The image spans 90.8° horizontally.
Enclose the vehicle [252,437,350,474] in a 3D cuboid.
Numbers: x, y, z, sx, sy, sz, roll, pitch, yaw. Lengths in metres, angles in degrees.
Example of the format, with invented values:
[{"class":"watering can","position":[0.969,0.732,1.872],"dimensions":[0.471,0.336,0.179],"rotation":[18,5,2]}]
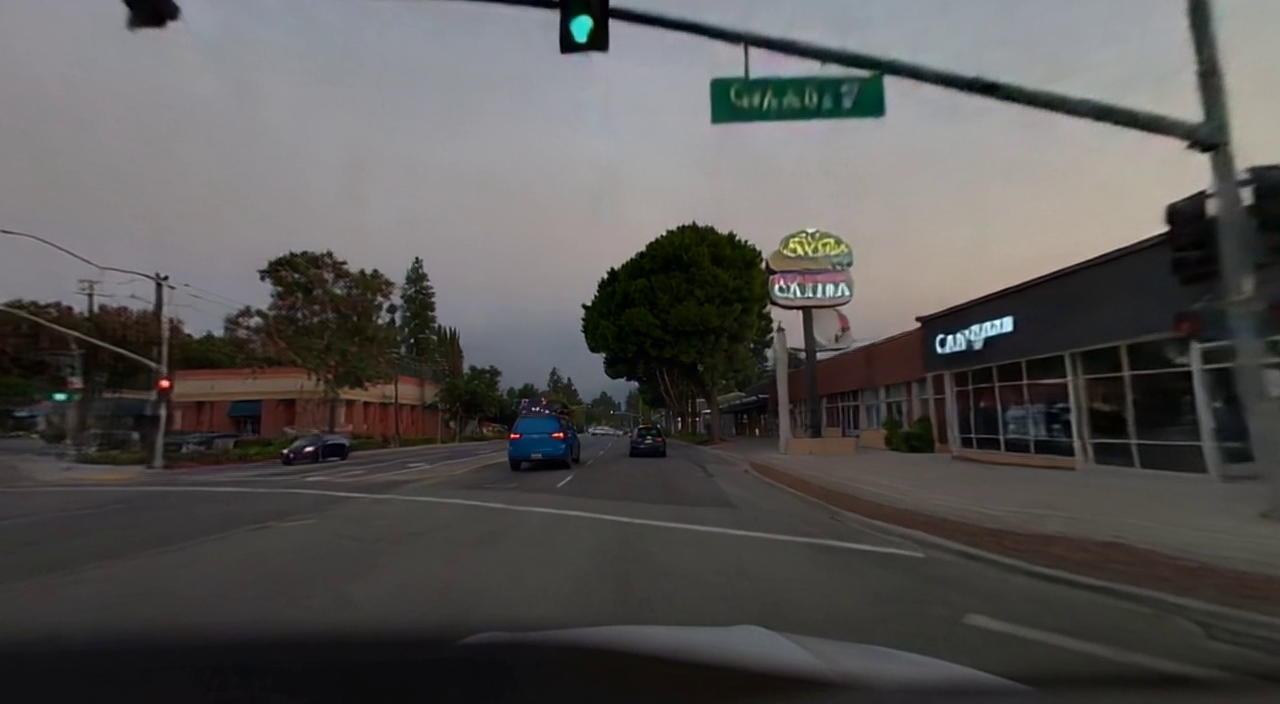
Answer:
[{"class":"vehicle","position":[-15.884,4.833,29.953],"dimensions":[1.912,1.432,5.070],"rotation":[-3,-8,0]}]

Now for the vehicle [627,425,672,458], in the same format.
[{"class":"vehicle","position":[0.418,4.472,31.624],"dimensions":[2.103,1.487,4.101],"rotation":[-1,-8,0]}]

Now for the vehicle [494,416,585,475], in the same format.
[{"class":"vehicle","position":[-3.287,3.202,21.912],"dimensions":[2.464,1.777,5.128],"rotation":[0,-8,-1]}]
